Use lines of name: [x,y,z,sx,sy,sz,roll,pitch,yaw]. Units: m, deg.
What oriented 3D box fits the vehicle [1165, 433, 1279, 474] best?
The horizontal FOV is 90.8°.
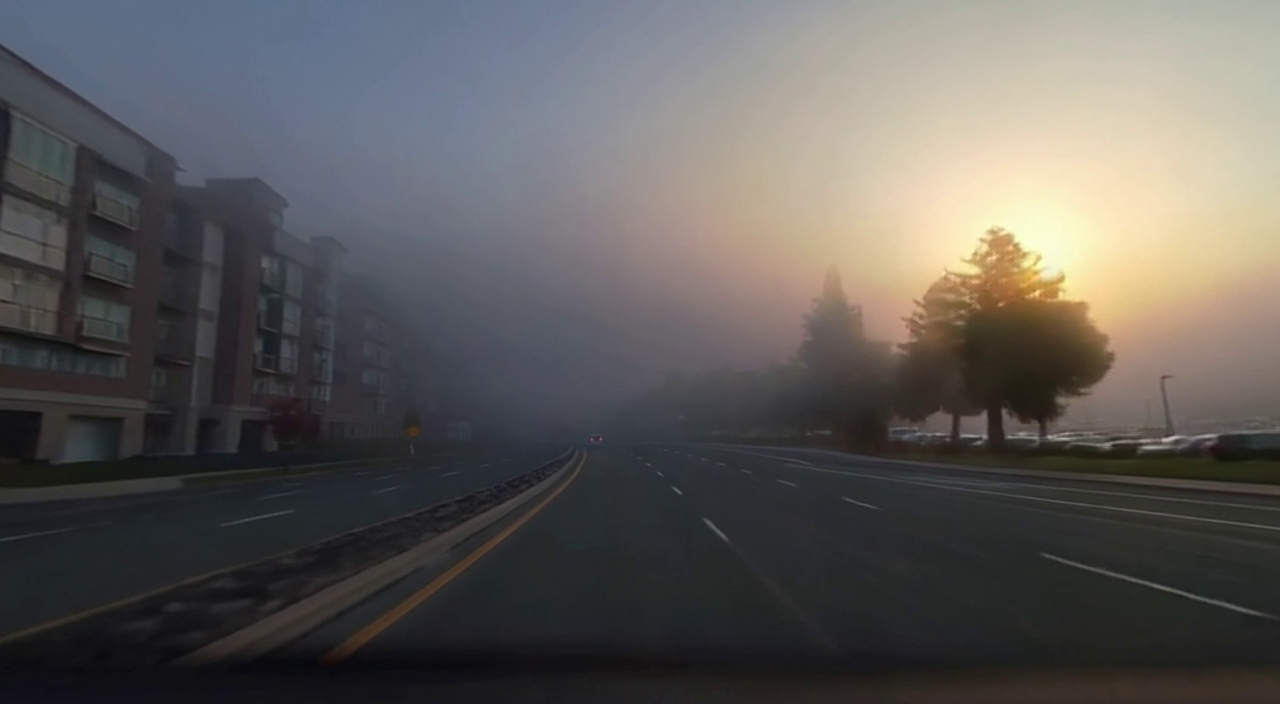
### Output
vehicle: [27.710,4.602,28.929,5.365,1.726,2.032,-1,-8,1]
